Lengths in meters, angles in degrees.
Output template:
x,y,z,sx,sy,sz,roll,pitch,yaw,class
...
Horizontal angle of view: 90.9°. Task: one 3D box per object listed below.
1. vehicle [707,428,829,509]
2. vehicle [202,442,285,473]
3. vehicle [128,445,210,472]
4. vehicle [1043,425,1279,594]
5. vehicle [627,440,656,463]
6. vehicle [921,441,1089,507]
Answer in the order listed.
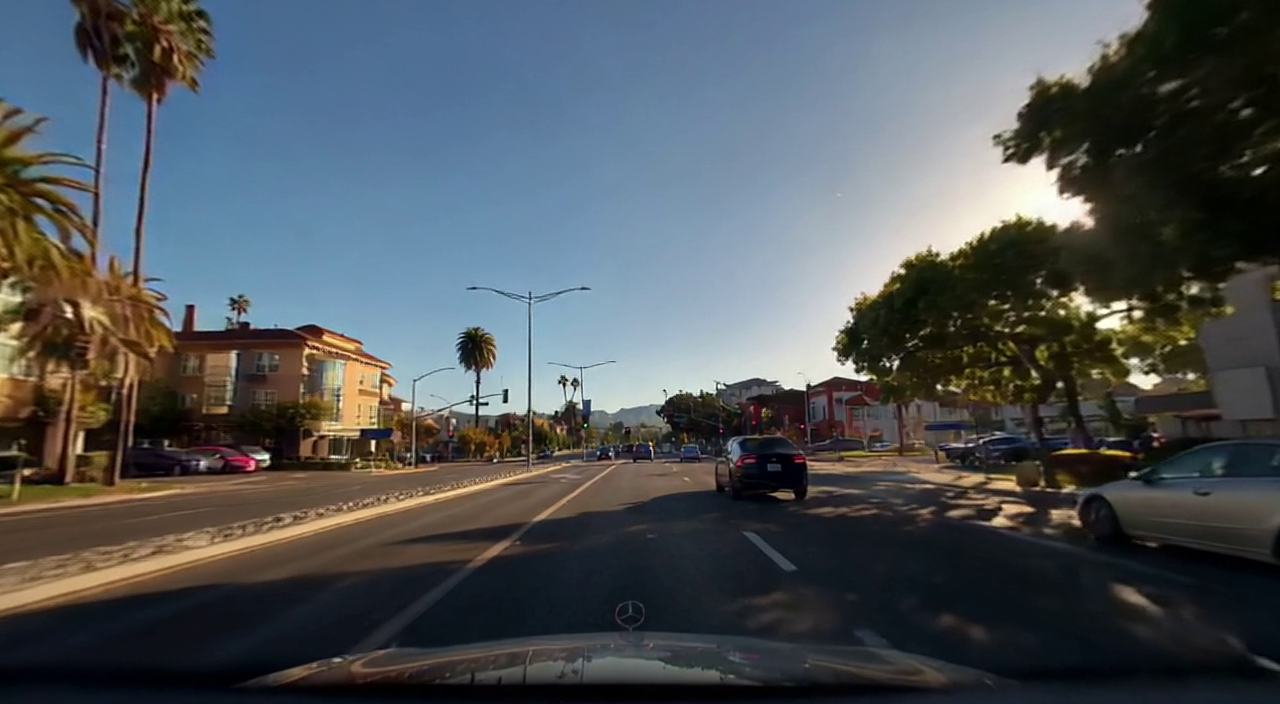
x,y,z,sx,sy,sz,roll,pitch,yaw,class
2.867,2.731,15.220,2.009,1.639,4.267,0,-9,0,vehicle
-25.706,6.843,41.150,2.070,1.856,5.069,0,-9,0,vehicle
-30.773,6.953,41.395,1.898,1.692,4.455,0,-9,0,vehicle
6.551,1.507,6.403,1.890,1.471,4.566,0,-9,0,vehicle
0.139,7.596,48.235,2.087,1.709,4.076,0,-9,1,vehicle
10.113,3.397,18.035,1.916,1.548,4.799,2,-9,-1,vehicle
